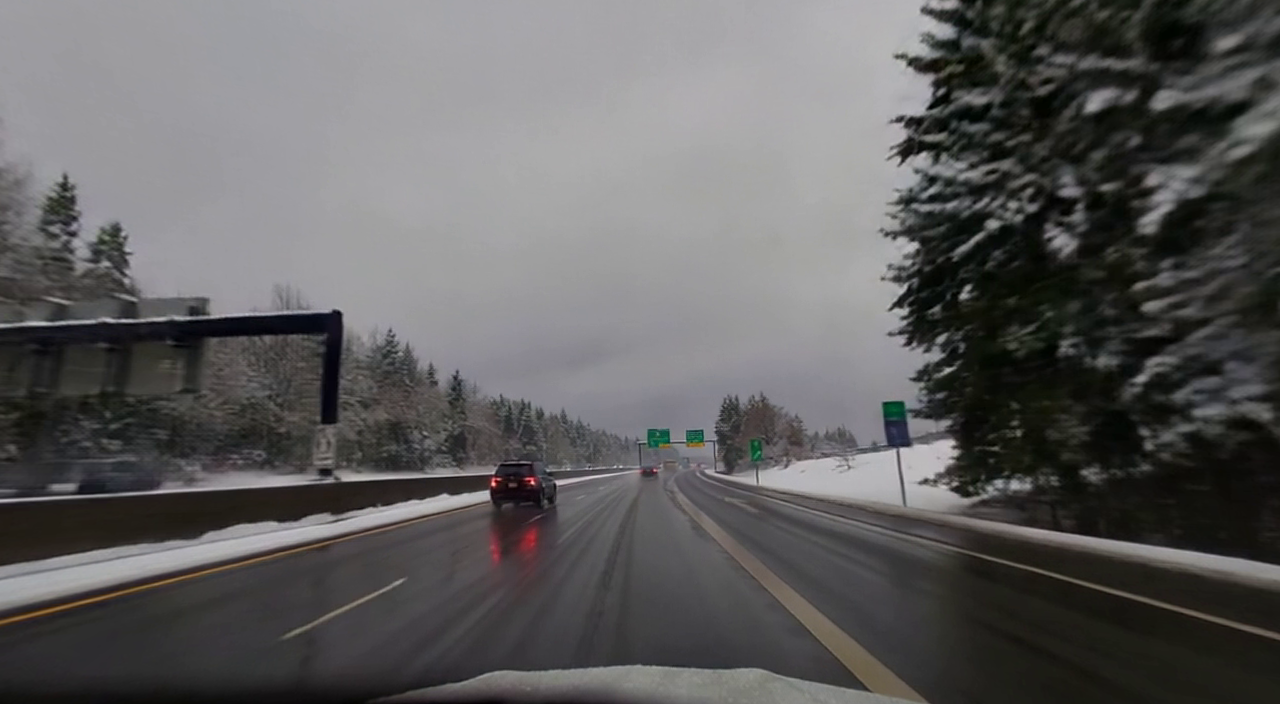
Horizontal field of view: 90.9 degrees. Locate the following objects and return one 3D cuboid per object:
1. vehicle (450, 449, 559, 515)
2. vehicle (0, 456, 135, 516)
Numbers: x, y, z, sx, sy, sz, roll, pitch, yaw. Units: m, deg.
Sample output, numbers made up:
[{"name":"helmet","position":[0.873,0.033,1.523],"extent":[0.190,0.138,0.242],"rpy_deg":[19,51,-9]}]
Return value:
[{"name":"vehicle","position":[-3.674,3.662,17.936],"extent":[2.000,1.594,3.996],"rpy_deg":[1,-10,3]},{"name":"vehicle","position":[-18.794,4.182,19.996],"extent":[1.959,1.669,4.090],"rpy_deg":[1,-10,1]}]
